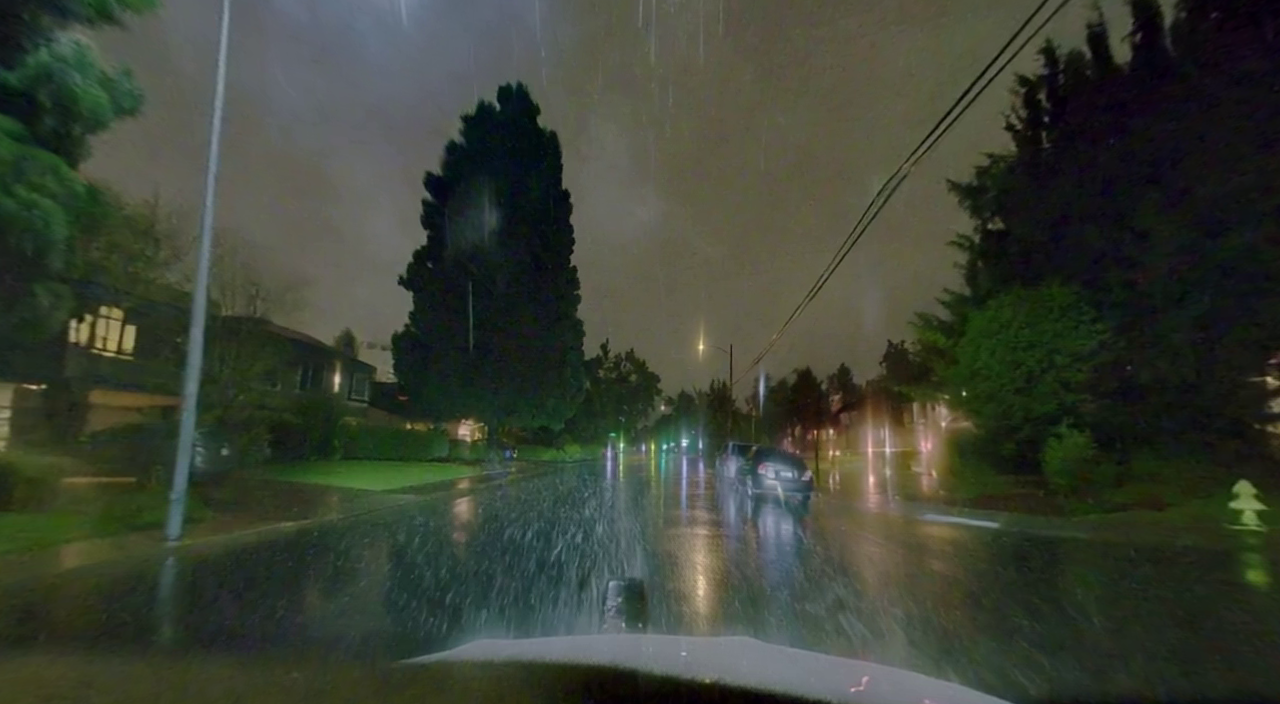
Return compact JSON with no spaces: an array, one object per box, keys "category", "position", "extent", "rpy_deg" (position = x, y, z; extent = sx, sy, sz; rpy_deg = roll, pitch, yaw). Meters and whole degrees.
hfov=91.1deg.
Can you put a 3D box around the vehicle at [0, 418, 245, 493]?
[{"category":"vehicle","position":[-13.543,2.734,16.689],"extent":[4.686,1.834,1.997],"rpy_deg":[0,-9,0]}]

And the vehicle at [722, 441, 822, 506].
[{"category":"vehicle","position":[3.498,3.284,17.542],"extent":[1.976,1.552,4.442],"rpy_deg":[0,-9,2]}]
